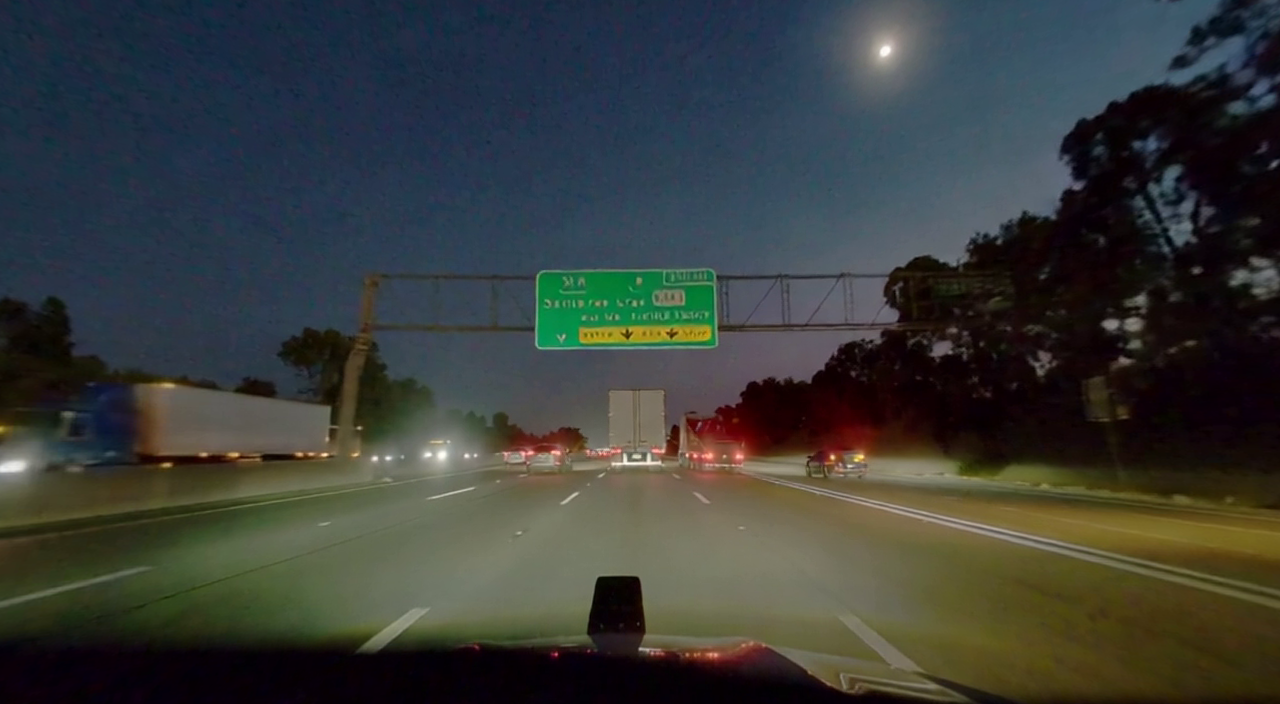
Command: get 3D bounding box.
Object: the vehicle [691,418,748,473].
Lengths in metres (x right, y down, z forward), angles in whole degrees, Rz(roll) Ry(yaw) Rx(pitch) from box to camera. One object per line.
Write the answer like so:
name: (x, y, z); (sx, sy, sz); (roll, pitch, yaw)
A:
vehicle: (4.420, 5.305, 35.782); (2.565, 2.902, 3.798); (0, -9, -2)

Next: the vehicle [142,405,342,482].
vehicle: (-18.545, 4.496, 30.749); (2.817, 3.096, 10.655); (0, -9, 0)

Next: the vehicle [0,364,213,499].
vehicle: (-18.443, 2.737, 21.076); (3.084, 3.687, 7.389); (0, -9, -1)

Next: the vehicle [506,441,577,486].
vehicle: (-3.677, 4.227, 24.206); (2.061, 1.555, 3.900); (0, -9, 0)

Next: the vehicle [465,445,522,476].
vehicle: (-7.463, 5.556, 32.440); (1.926, 1.482, 3.959); (0, -9, 1)

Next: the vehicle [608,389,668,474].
vehicle: (-0.208, 4.746, 36.474); (2.875, 4.056, 12.312); (0, -9, -1)
